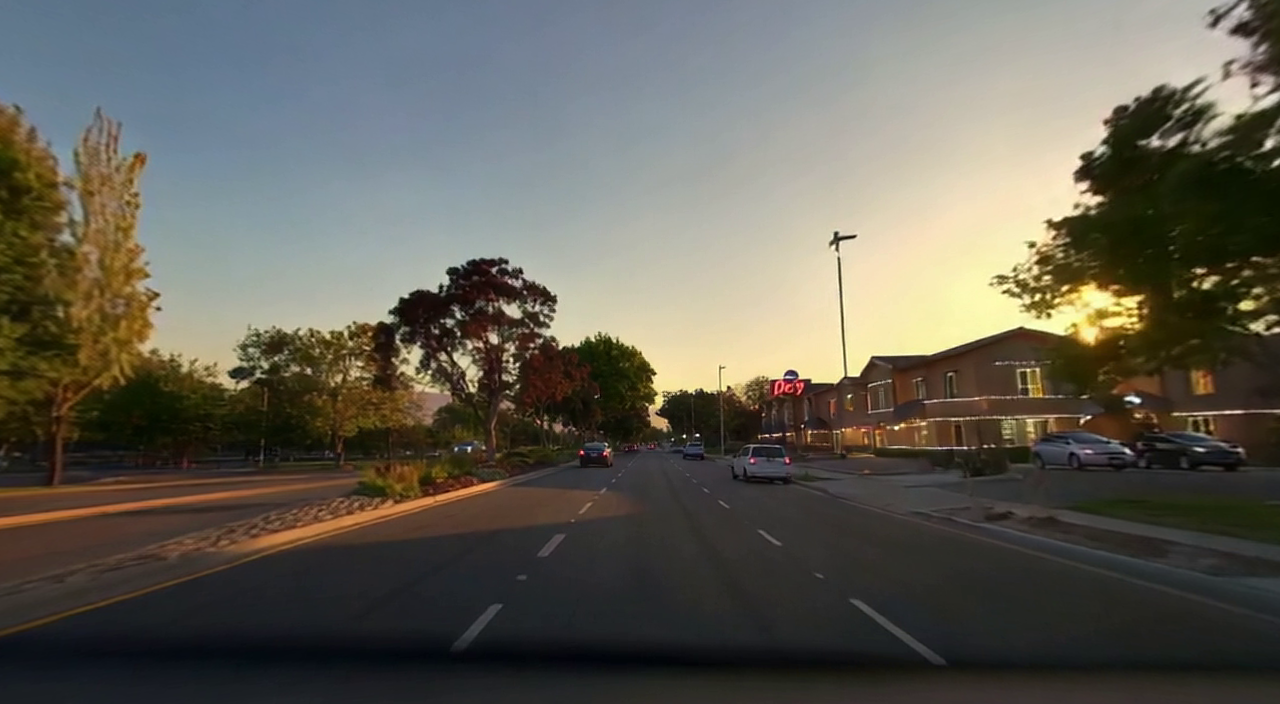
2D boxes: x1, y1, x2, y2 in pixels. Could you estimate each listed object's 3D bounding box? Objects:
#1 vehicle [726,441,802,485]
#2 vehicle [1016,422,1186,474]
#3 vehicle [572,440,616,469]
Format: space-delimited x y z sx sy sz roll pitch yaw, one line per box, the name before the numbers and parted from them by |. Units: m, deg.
vehicle | 4.631 4.212 24.198 2.025 1.500 4.465 0 -9 0
vehicle | 15.832 3.360 22.060 2.259 1.602 4.606 0 -9 -4
vehicle | -2.625 6.005 37.126 2.176 1.543 4.335 0 -9 1
